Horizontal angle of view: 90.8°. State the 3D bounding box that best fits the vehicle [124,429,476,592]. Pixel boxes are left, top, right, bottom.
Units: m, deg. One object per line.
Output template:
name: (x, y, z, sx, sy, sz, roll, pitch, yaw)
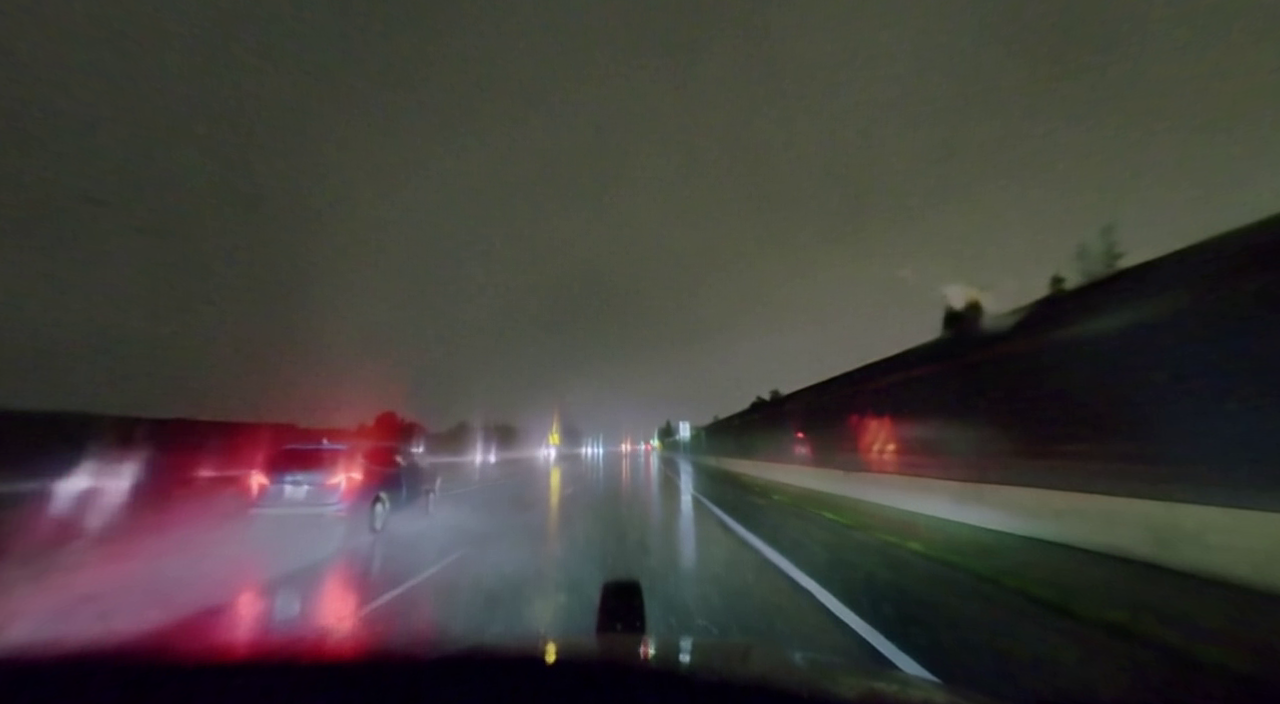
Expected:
vehicle: (-3.904, 1.897, 8.453, 2.118, 1.562, 4.541, 0, -9, 1)
